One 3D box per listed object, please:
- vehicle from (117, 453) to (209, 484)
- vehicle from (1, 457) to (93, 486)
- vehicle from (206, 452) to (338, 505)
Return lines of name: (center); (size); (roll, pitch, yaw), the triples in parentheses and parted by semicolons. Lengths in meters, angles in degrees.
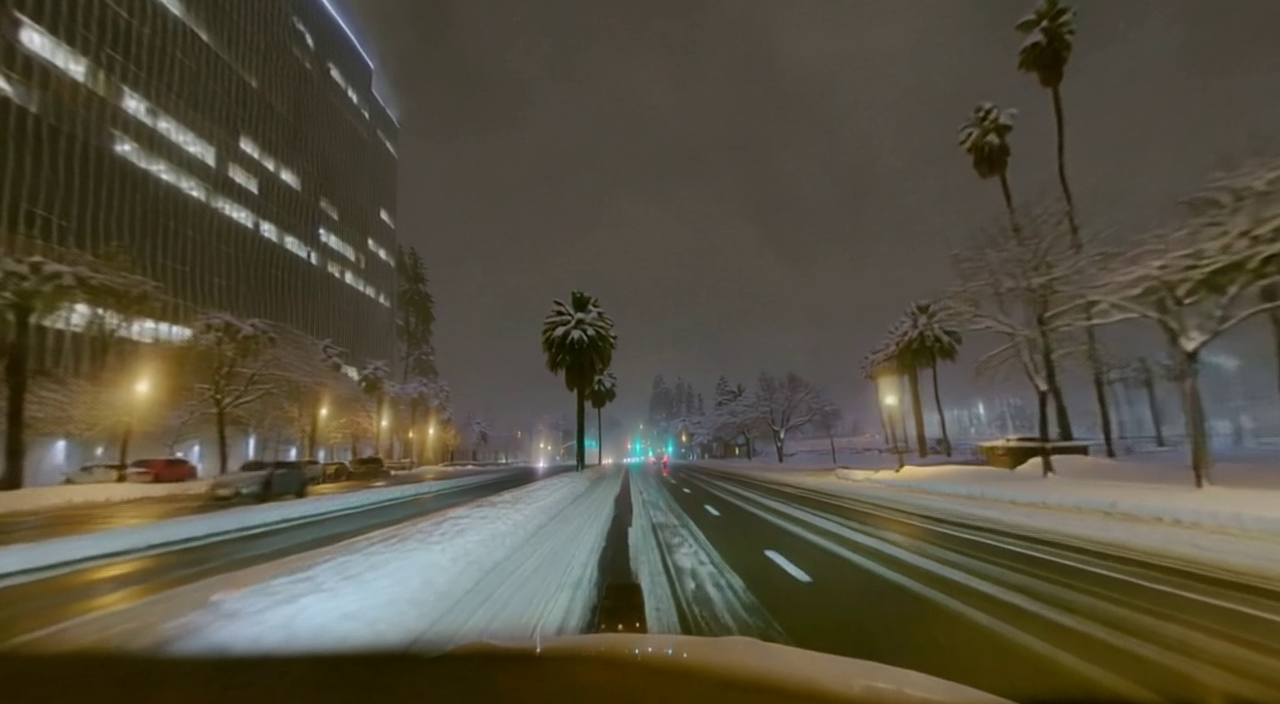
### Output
vehicle: (-32.432, 7.914, 43.045); (4.404, 1.866, 2.130); (-1, -9, -3)
vehicle: (-37.585, 7.546, 40.117); (3.784, 1.690, 1.899); (-1, -8, -2)
vehicle: (-12.884, 4.411, 22.526); (2.036, 1.590, 4.495); (0, -8, -1)
